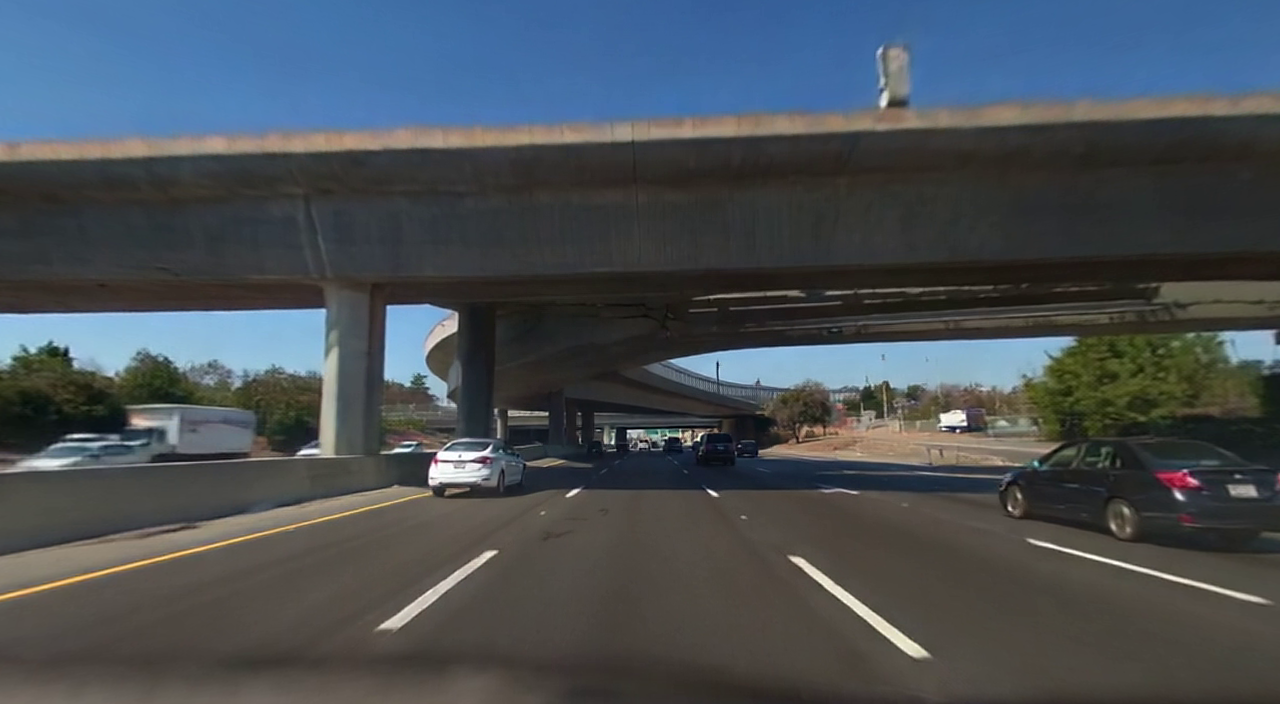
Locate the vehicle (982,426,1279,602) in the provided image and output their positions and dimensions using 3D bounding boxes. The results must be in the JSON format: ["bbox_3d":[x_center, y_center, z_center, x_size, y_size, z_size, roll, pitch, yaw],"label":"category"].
[{"bbox_3d":[6.265,1.690,7.539,1.989,1.472,4.322,0,-8,1],"label":"vehicle"}]

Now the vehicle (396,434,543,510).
[{"bbox_3d":[-3.683,2.682,14.673,1.997,1.476,4.703,0,-8,1],"label":"vehicle"}]

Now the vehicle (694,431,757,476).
[{"bbox_3d":[3.559,4.320,27.147,2.072,1.761,4.242,0,-8,-1],"label":"vehicle"}]

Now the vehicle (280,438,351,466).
[{"bbox_3d":[-25.112,7.772,49.264,2.403,1.981,6.428,0,-8,-3],"label":"vehicle"}]

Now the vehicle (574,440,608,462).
[{"bbox_3d":[-3.491,7.113,45.564,2.047,1.464,4.387,0,-8,1],"label":"vehicle"}]

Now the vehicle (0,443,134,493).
[{"bbox_3d":[-19.656,3.792,21.127,1.938,1.474,4.445,0,-8,-3],"label":"vehicle"}]

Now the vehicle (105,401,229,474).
[{"bbox_3d":[-27.977,5.135,37.780,2.910,3.973,5.944,1,-8,-4],"label":"vehicle"}]
